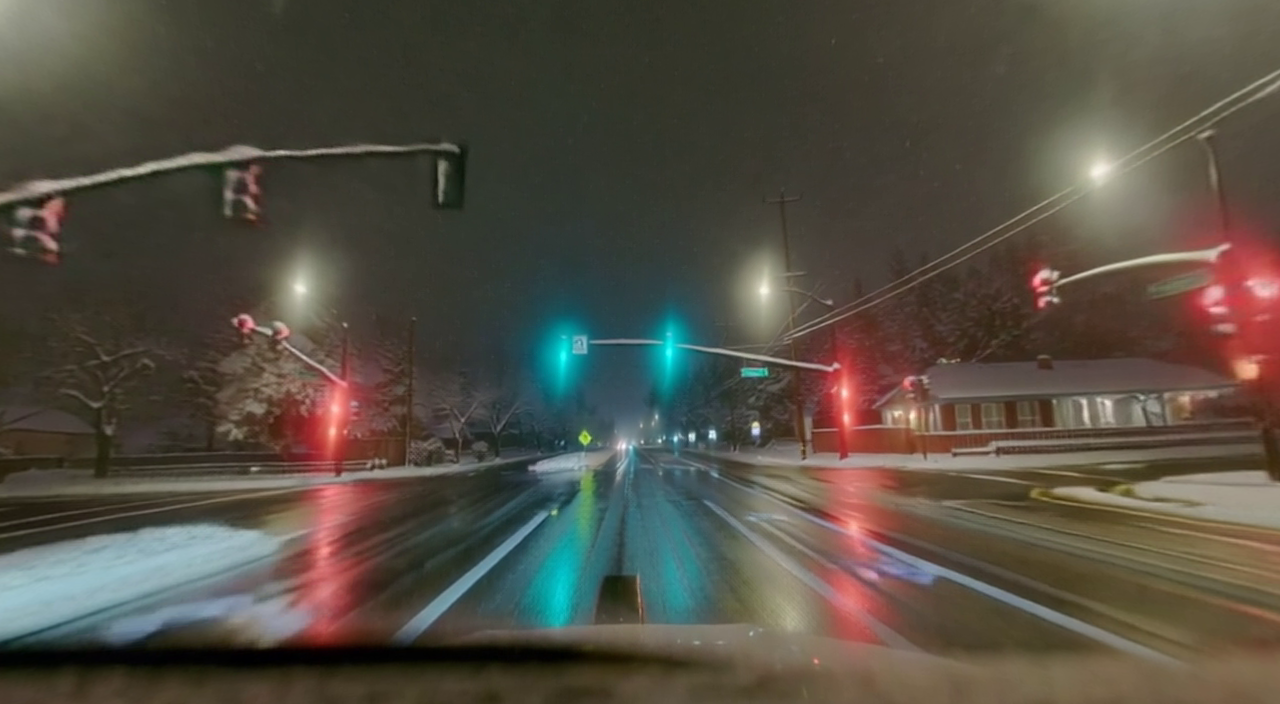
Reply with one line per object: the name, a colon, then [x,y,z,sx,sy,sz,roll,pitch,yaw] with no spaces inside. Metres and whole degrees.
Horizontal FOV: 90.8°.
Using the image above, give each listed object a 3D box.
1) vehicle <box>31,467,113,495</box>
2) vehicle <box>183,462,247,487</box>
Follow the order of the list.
vehicle: [-37.072,8.406,41.395,1.857,1.491,4.680,2,-9,-12]
vehicle: [-28.870,8.313,43.066,1.974,1.457,4.248,1,-9,-11]
